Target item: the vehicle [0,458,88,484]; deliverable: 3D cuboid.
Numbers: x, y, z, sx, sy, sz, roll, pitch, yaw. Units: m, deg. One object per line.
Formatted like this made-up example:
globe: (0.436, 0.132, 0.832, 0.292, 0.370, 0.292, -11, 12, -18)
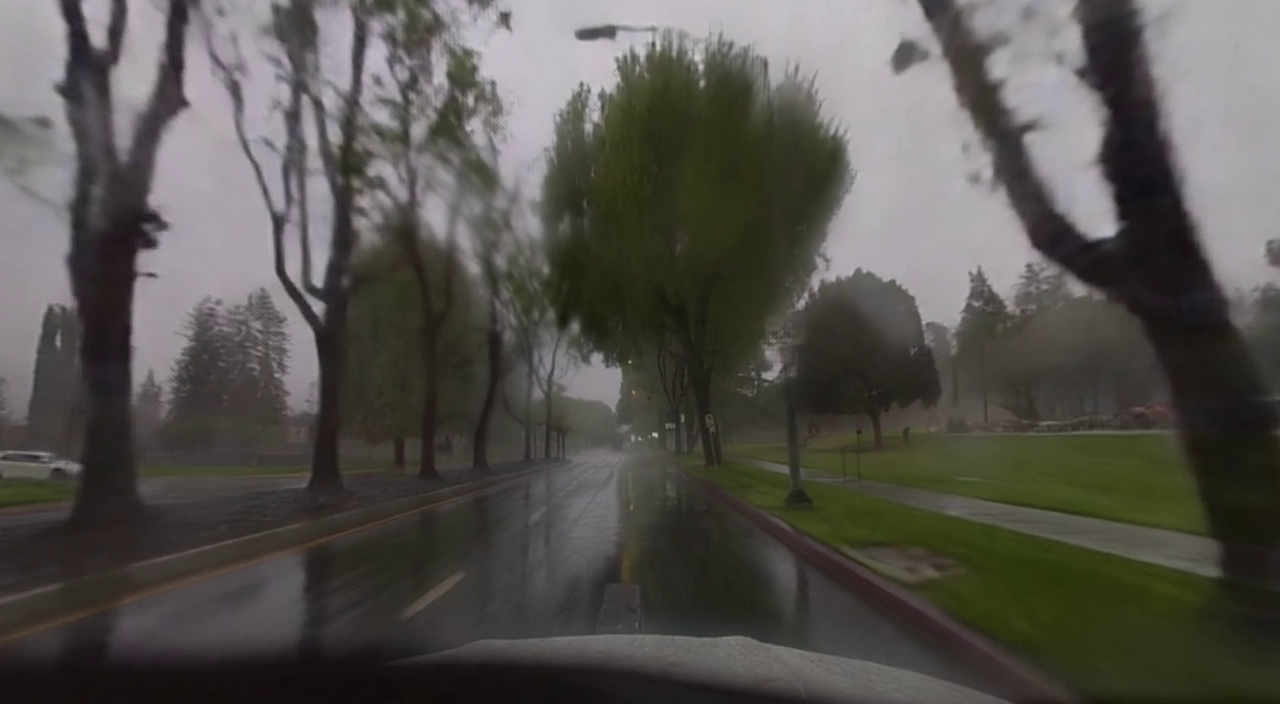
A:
vehicle: (-36.436, 7.188, 38.346, 4.213, 1.431, 1.812, 0, -8, -1)
